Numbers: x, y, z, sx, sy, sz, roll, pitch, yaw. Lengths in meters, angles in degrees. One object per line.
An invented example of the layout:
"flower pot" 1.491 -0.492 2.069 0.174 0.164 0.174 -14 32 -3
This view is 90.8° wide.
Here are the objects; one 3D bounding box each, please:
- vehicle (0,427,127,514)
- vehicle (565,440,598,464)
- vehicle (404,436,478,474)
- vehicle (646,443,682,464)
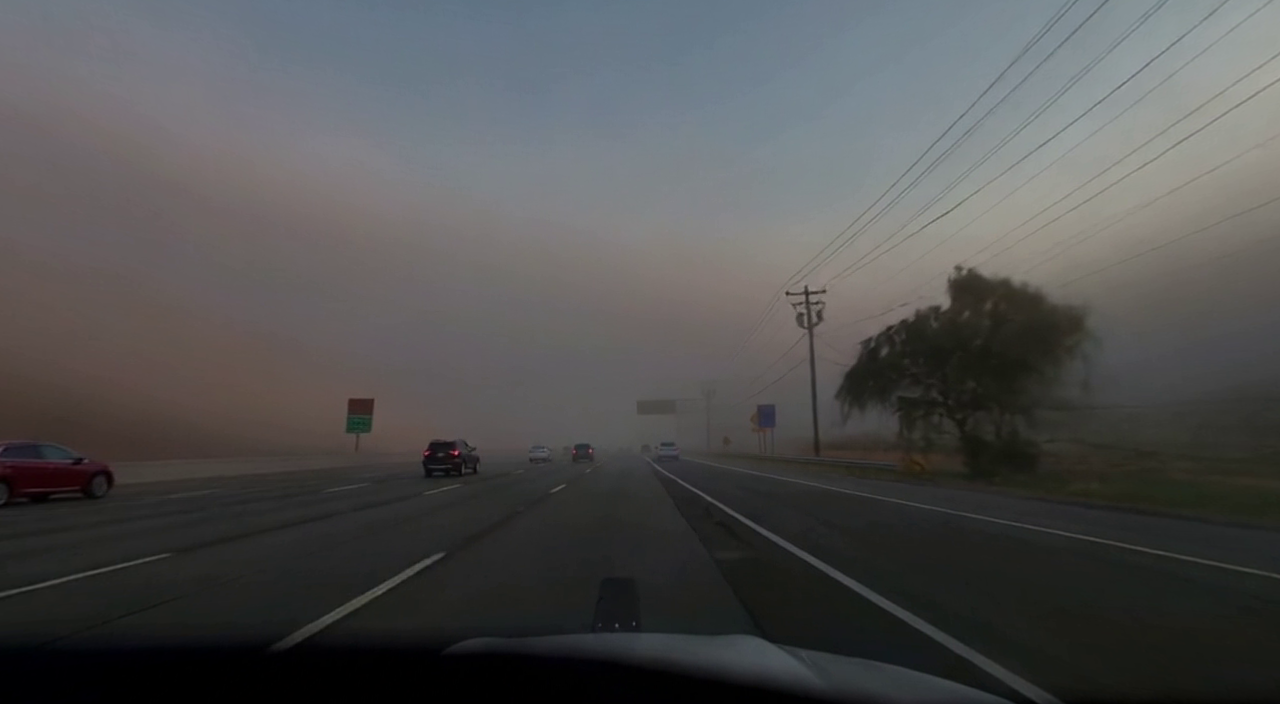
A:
"vehicle" -13.966 2.463 13.179 2.257 1.727 5.036 0 -9 0
"vehicle" -4.324 7.502 47.638 2.121 1.673 4.443 0 -9 -1
"vehicle" -10.086 5.261 32.485 2.115 1.799 5.444 0 -9 -1
"vehicle" 1.645 7.117 44.297 2.015 1.391 3.897 1 -9 -5
